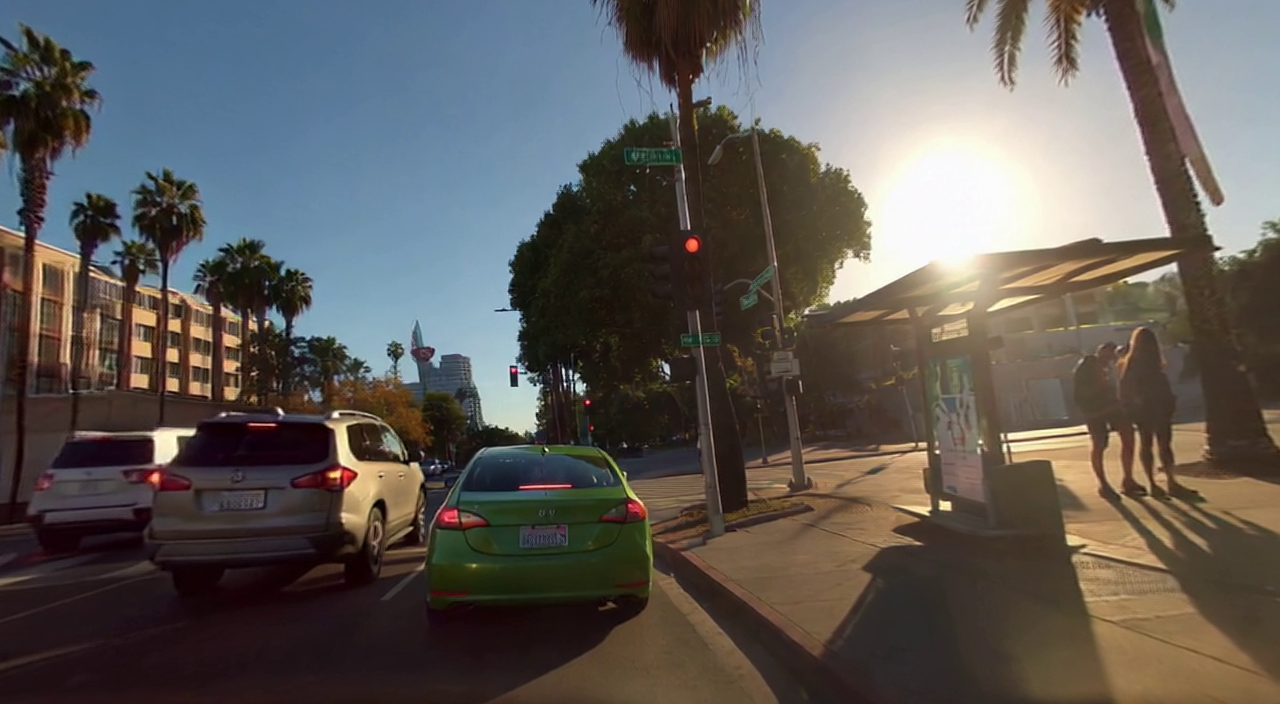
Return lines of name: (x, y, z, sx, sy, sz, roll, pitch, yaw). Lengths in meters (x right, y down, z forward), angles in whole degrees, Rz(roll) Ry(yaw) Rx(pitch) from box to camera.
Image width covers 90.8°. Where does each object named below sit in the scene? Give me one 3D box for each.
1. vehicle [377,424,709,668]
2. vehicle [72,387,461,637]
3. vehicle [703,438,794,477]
vehicle: (-0.894, 1.522, 6.177, 2.065, 1.467, 4.289, 1, -9, -9)
vehicle: (-3.472, 1.547, 7.184, 2.098, 1.851, 4.571, 1, -9, -8)
vehicle: (5.333, 5.201, 31.206, 3.987, 1.636, 1.903, 4, -6, -13)
